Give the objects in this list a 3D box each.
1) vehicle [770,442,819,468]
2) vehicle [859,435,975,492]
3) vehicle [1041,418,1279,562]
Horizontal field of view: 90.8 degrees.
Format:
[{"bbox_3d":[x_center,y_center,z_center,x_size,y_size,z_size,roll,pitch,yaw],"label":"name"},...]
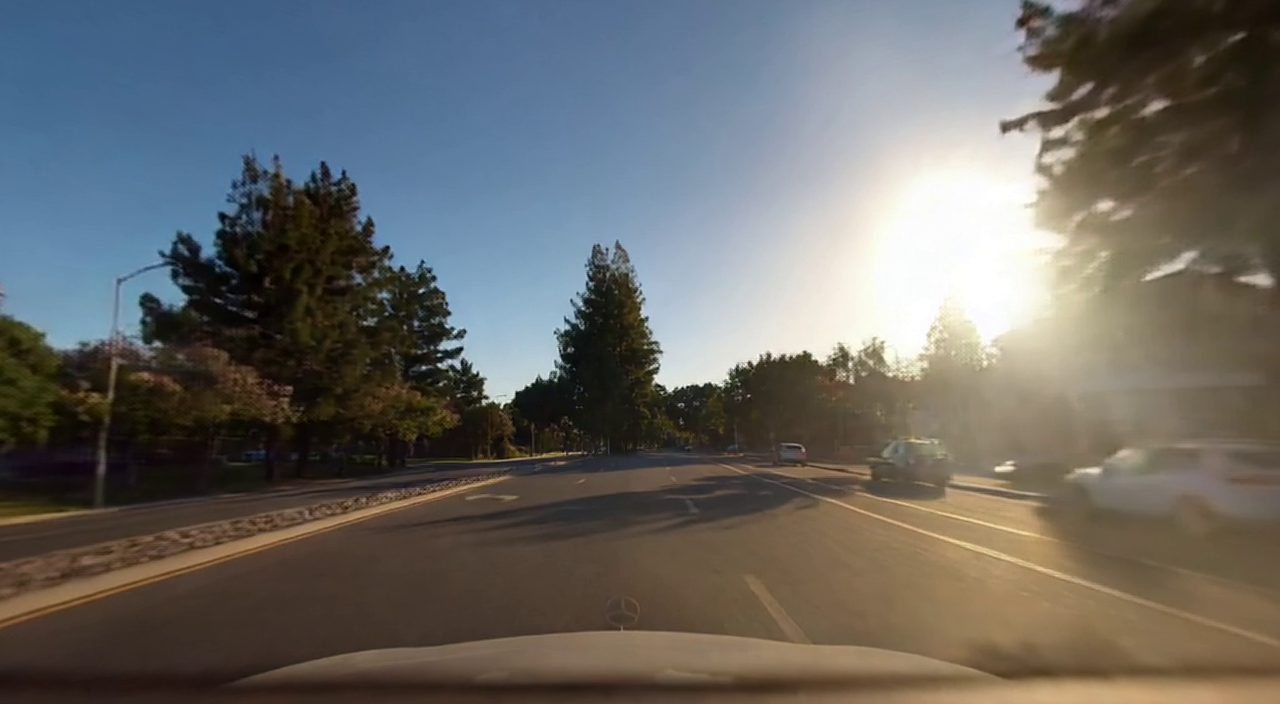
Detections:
[{"bbox_3d":[9.769,6.530,40.224,2.076,1.547,4.398,0,-9,1],"label":"vehicle"},{"bbox_3d":[9.323,3.788,21.767,1.990,1.728,4.597,-1,-9,1],"label":"vehicle"},{"bbox_3d":[8.833,1.973,9.704,2.192,1.714,4.885,-1,-9,1],"label":"vehicle"}]
